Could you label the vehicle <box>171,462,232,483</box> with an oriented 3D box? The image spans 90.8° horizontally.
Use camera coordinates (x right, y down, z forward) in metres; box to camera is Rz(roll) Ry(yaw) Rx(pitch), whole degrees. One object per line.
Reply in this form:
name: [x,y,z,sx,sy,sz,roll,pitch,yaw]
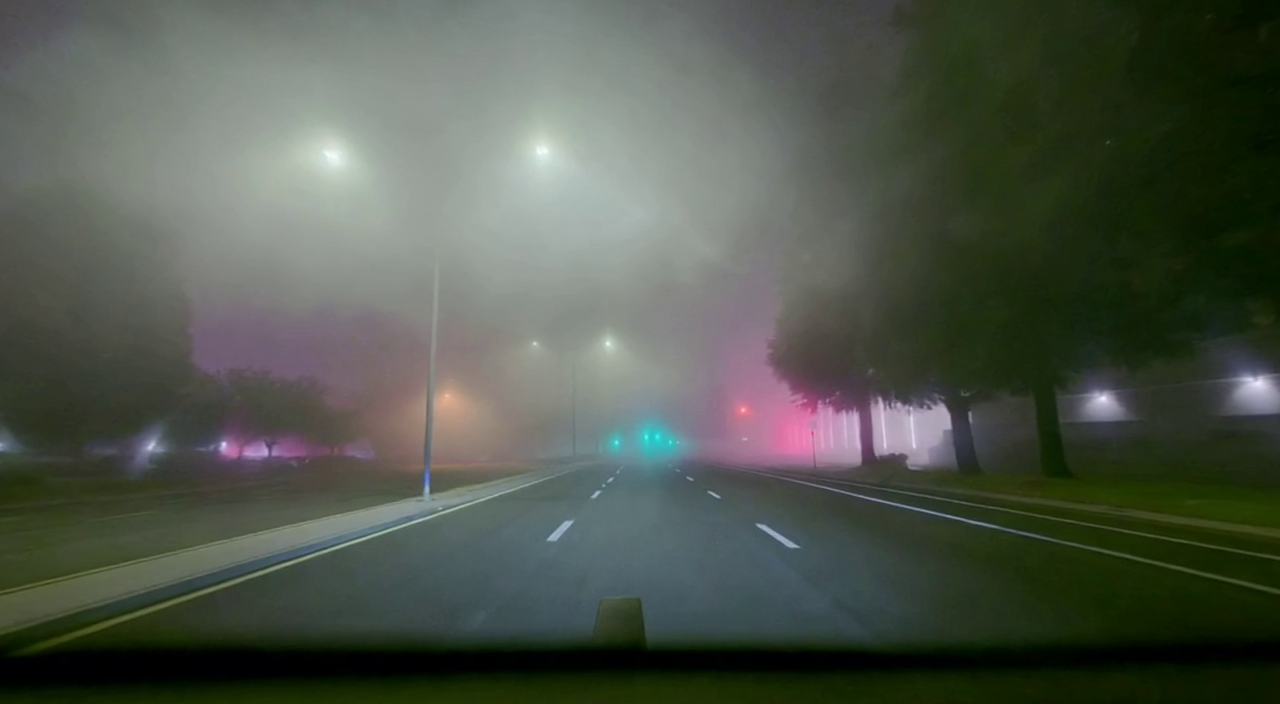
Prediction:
vehicle: [-34.435,9.452,49.760,1.569,1.422,4.542,1,-8,0]
